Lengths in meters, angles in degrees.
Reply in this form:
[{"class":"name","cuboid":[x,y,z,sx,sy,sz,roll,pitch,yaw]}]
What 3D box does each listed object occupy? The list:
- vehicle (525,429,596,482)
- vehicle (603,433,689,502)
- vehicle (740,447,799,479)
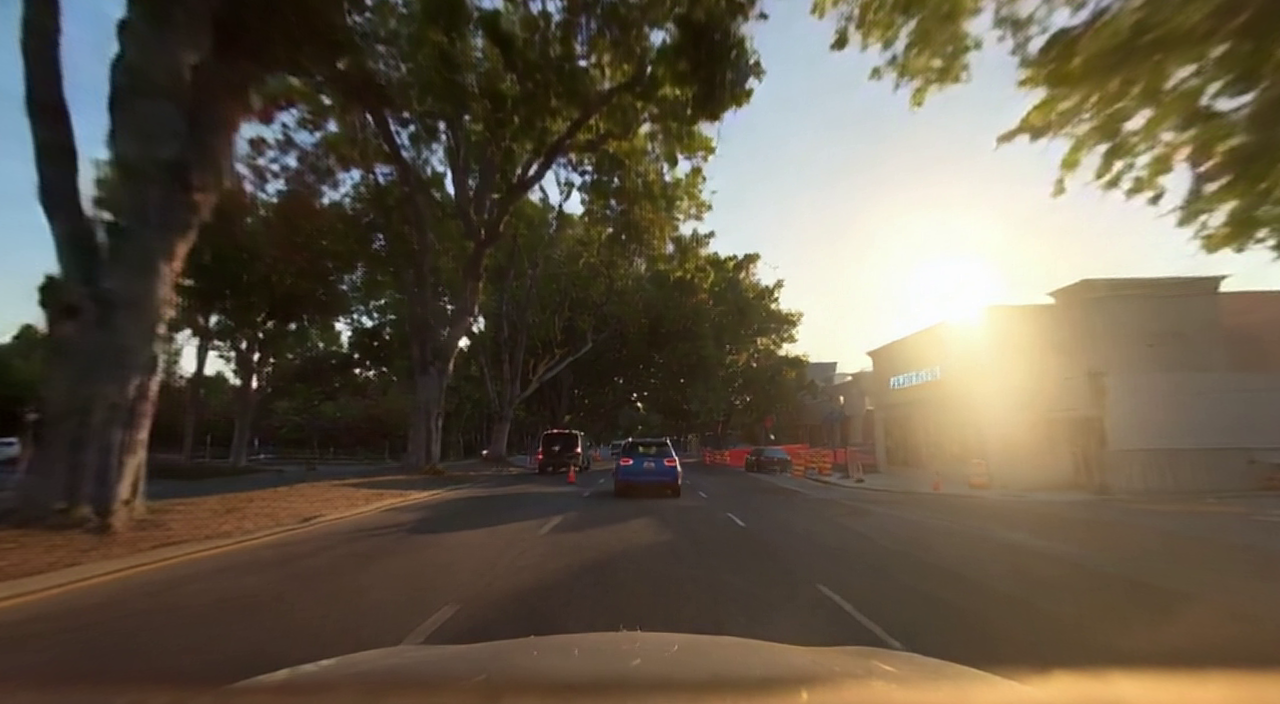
[{"class":"vehicle","cuboid":[-3.369,4.552,28.022,2.357,2.063,5.488,0,-9,1]},{"class":"vehicle","cuboid":[0.101,3.246,18.127,2.168,1.725,4.192,0,-9,-1]},{"class":"vehicle","cuboid":[6.706,5.794,33.186,2.076,1.535,4.460,1,-9,-1]}]
